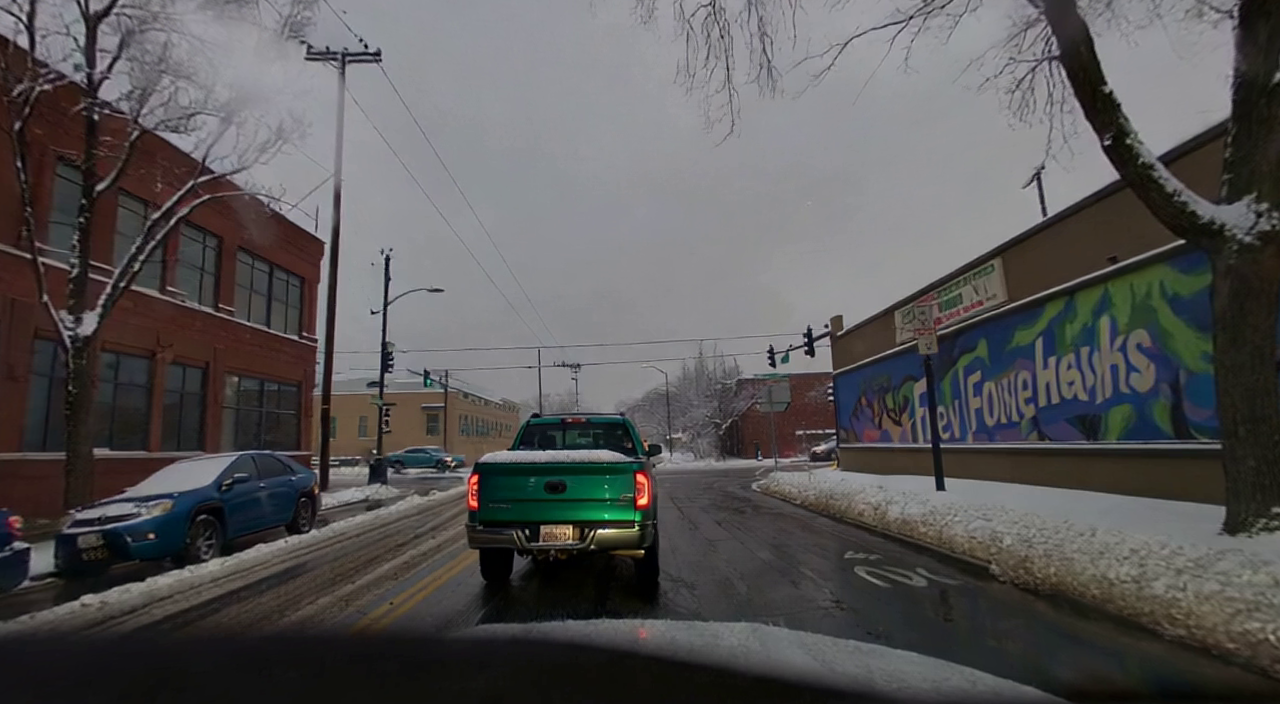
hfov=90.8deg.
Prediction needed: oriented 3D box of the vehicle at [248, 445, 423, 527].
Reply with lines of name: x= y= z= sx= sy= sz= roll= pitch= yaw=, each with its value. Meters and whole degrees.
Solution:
vehicle: x=-7.383 y=3.237 z=16.063 sx=1.884 sy=1.730 sz=5.076 roll=0 pitch=-8 yaw=0

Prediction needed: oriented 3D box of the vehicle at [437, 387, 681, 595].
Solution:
vehicle: x=-0.709 y=1.603 z=8.143 sx=2.215 sy=1.882 sz=4.611 roll=0 pitch=-8 yaw=1

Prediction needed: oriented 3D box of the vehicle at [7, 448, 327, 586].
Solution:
vehicle: x=-7.165 y=2.453 z=10.376 sx=1.882 sy=1.686 sz=4.489 roll=0 pitch=-8 yaw=-2
